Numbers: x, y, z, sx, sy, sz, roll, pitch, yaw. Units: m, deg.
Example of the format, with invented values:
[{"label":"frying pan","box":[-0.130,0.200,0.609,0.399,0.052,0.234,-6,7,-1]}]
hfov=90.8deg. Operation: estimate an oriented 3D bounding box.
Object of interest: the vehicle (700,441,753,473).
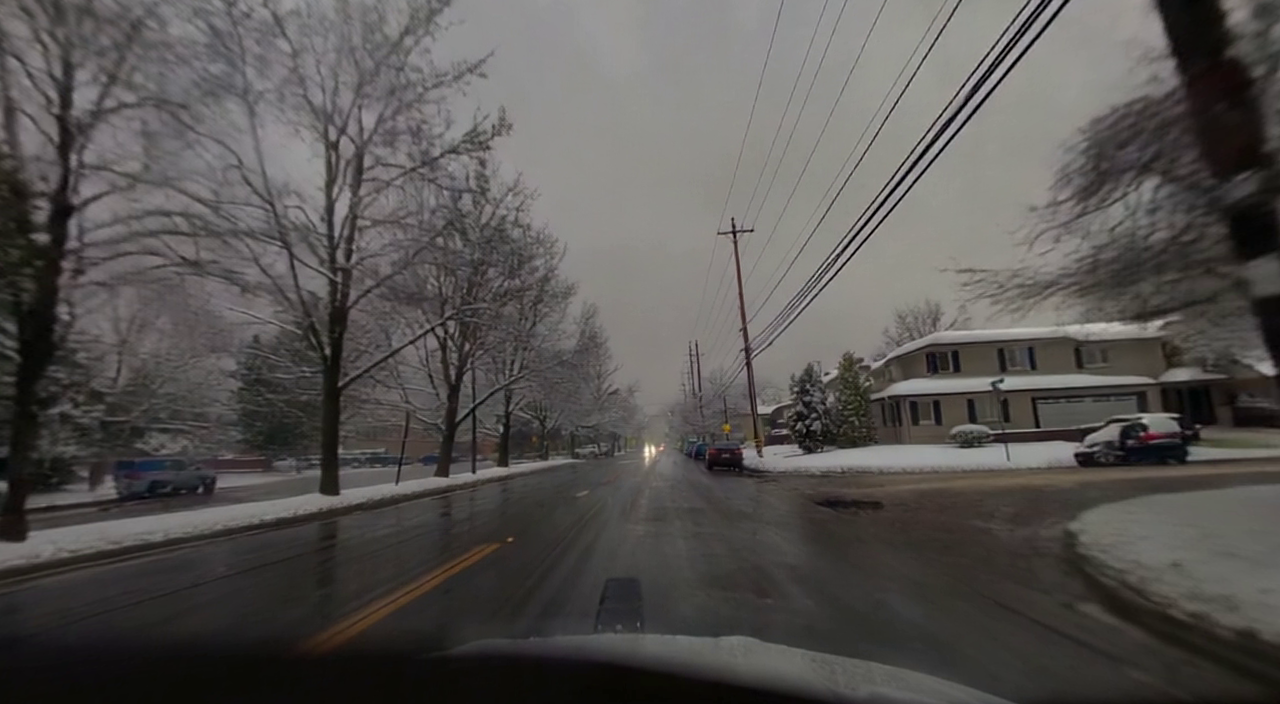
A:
[{"label":"vehicle","box":[4.156,5.118,30.988,1.990,1.435,4.526,0,-8,0]}]

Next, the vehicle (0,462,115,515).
[{"label":"vehicle","box":[-18.421,3.985,18.556,4.212,1.392,1.902,4,-9,-28]}]

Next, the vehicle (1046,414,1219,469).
[{"label":"vehicle","box":[16.164,2.958,20.919,4.058,1.697,1.943,0,-8,0]}]
